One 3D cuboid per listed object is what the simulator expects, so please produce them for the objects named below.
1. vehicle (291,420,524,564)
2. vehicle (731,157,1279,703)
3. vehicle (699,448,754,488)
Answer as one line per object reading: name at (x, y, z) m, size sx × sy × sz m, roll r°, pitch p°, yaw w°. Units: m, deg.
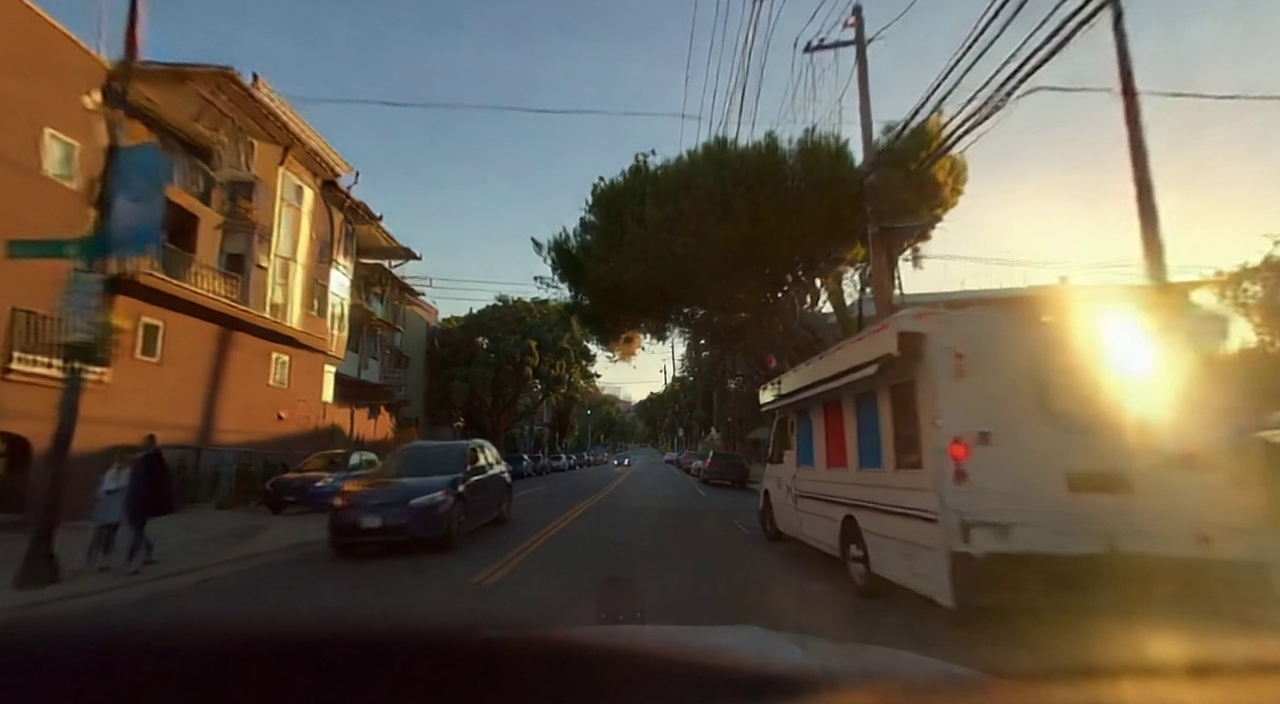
vehicle at (-3.188, 1.989, 9.729) m, size 1.952 × 1.708 × 4.096 m, roll -1°, pitch -8°, yaw 1°
vehicle at (3.233, 0.936, 7.745) m, size 2.886 × 3.321 × 7.809 m, roll 0°, pitch -8°, yaw -1°
vehicle at (3.843, 5.205, 28.781) m, size 1.936 × 1.641 × 4.434 m, roll -1°, pitch -8°, yaw 1°
